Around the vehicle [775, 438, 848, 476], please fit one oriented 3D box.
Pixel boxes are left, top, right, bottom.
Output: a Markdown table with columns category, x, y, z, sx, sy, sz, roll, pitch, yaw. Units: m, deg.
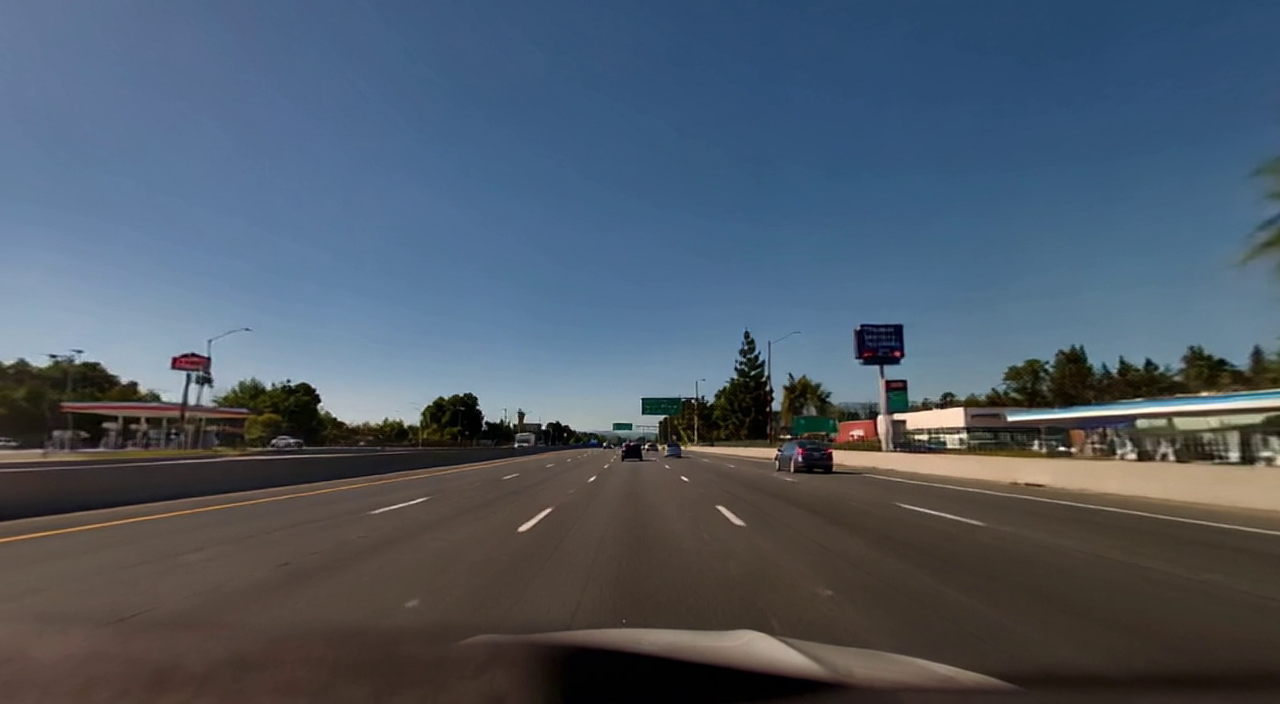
| category | x | y | z | sx | sy | sz | roll | pitch | yaw |
| --- | --- | --- | --- | --- | --- | --- | --- | --- | --- |
| vehicle | 7.091 | 4.372 | 26.545 | 1.867 | 1.463 | 4.295 | 0 | -8 | 0 |

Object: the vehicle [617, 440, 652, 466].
| category | x | y | z | sx | sy | sz | roll | pitch | yaw |
| --- | --- | --- | --- | --- | --- | --- | --- | --- | --- |
| vehicle | -0.368 | 6.179 | 38.712 | 1.999 | 1.473 | 4.351 | 0 | -8 | -1 |
